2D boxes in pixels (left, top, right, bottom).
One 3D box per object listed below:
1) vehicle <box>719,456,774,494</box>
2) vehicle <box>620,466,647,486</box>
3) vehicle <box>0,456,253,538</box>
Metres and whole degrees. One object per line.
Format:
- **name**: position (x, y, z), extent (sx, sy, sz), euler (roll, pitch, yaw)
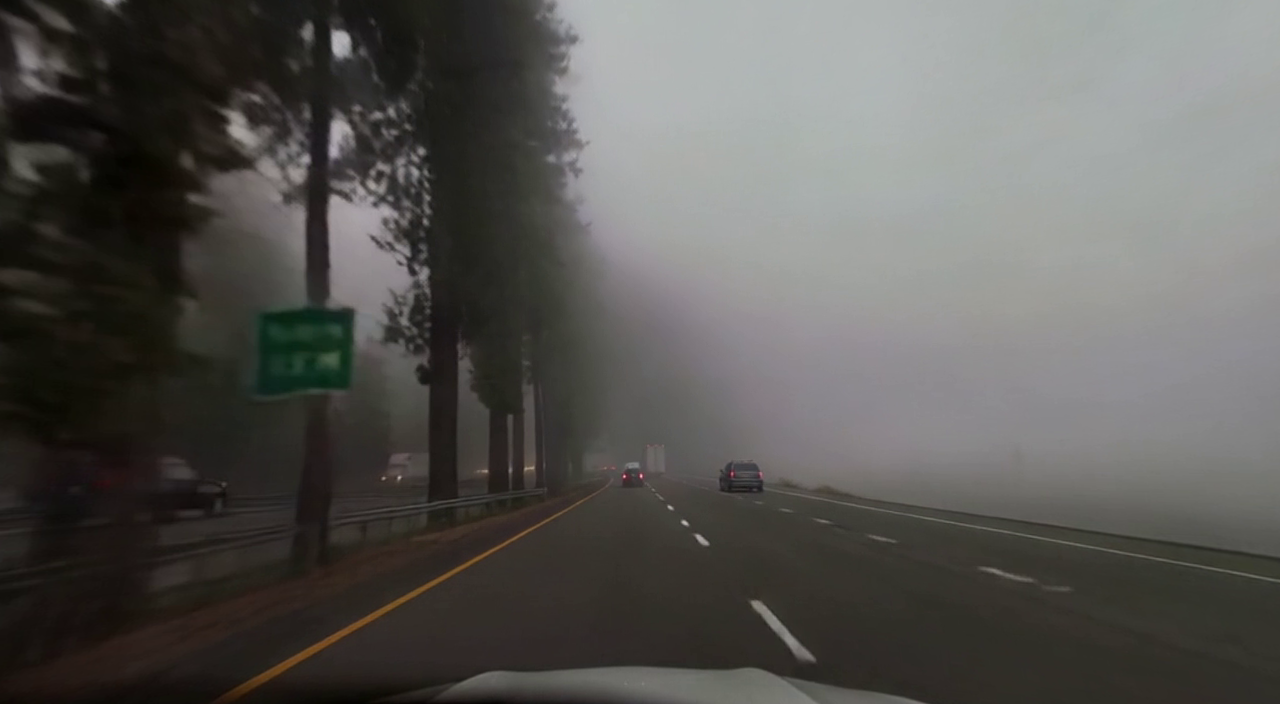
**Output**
- **vehicle**: position (5.419, 6.351, 32.607), extent (1.998, 1.776, 4.663), euler (1, -10, -1)
- **vehicle**: position (-0.487, 9.578, 48.755), extent (1.987, 1.467, 3.903), euler (1, -10, -1)
- **vehicle**: position (-11.983, 3.405, 15.316), extent (1.952, 1.618, 4.859), euler (1, -10, 1)
